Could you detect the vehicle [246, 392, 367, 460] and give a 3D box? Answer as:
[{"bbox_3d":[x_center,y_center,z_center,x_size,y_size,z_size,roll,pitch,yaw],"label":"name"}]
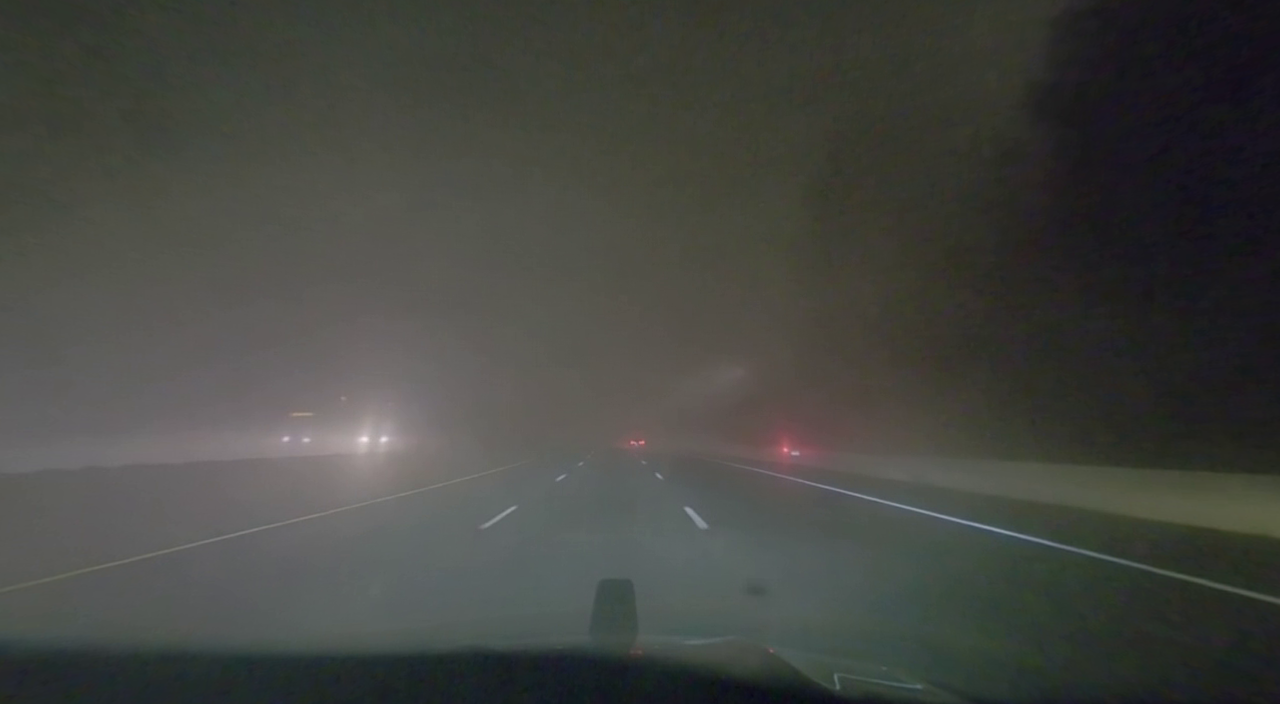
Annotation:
[{"bbox_3d":[-21.678,5.011,41.785,3.027,3.959,9.470,0,-8,-1],"label":"vehicle"}]
